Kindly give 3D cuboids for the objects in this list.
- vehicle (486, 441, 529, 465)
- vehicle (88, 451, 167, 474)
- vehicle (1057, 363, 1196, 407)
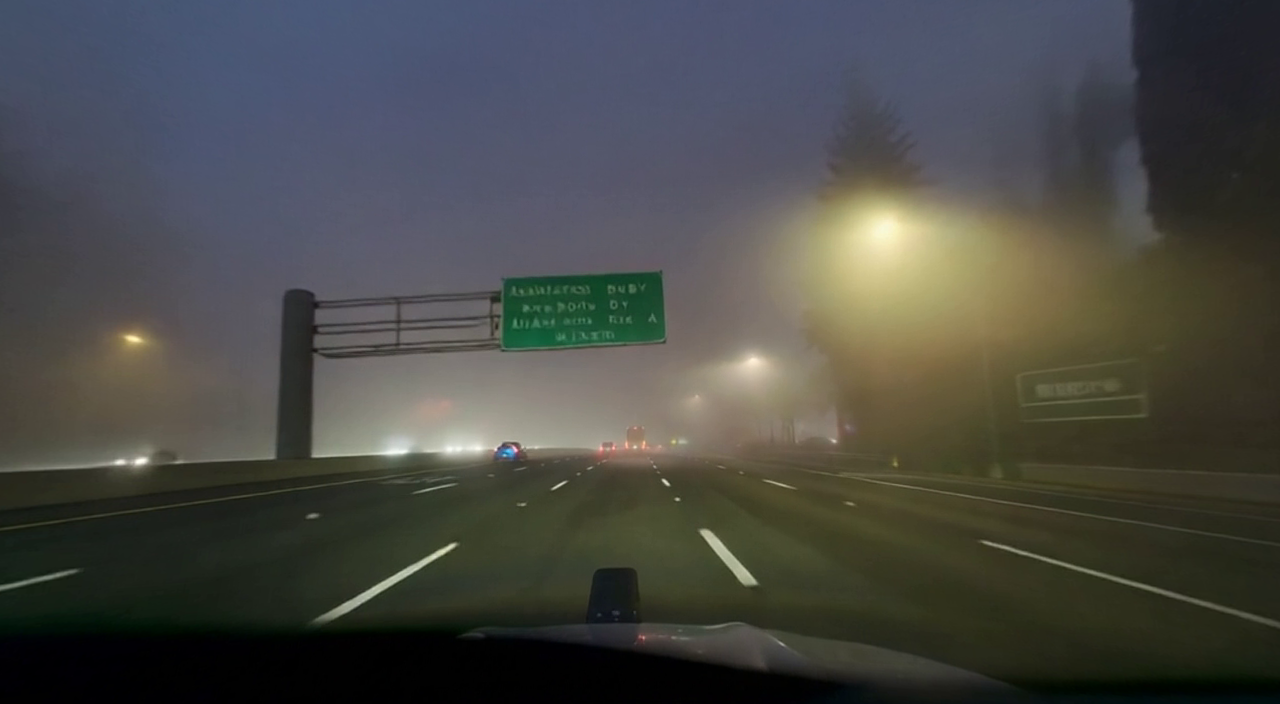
[{"bbox_3d":[-8.890,6.807,42.769,1.971,1.552,4.465,0,-8,-1],"label":"vehicle"},{"bbox_3d":[-37.027,7.953,45.776,1.879,1.522,4.624,0,-8,-1],"label":"vehicle"},{"bbox_3d":[17.352,1.203,22.631,3.539,1.395,1.688,0,-9,-1],"label":"vehicle"}]
